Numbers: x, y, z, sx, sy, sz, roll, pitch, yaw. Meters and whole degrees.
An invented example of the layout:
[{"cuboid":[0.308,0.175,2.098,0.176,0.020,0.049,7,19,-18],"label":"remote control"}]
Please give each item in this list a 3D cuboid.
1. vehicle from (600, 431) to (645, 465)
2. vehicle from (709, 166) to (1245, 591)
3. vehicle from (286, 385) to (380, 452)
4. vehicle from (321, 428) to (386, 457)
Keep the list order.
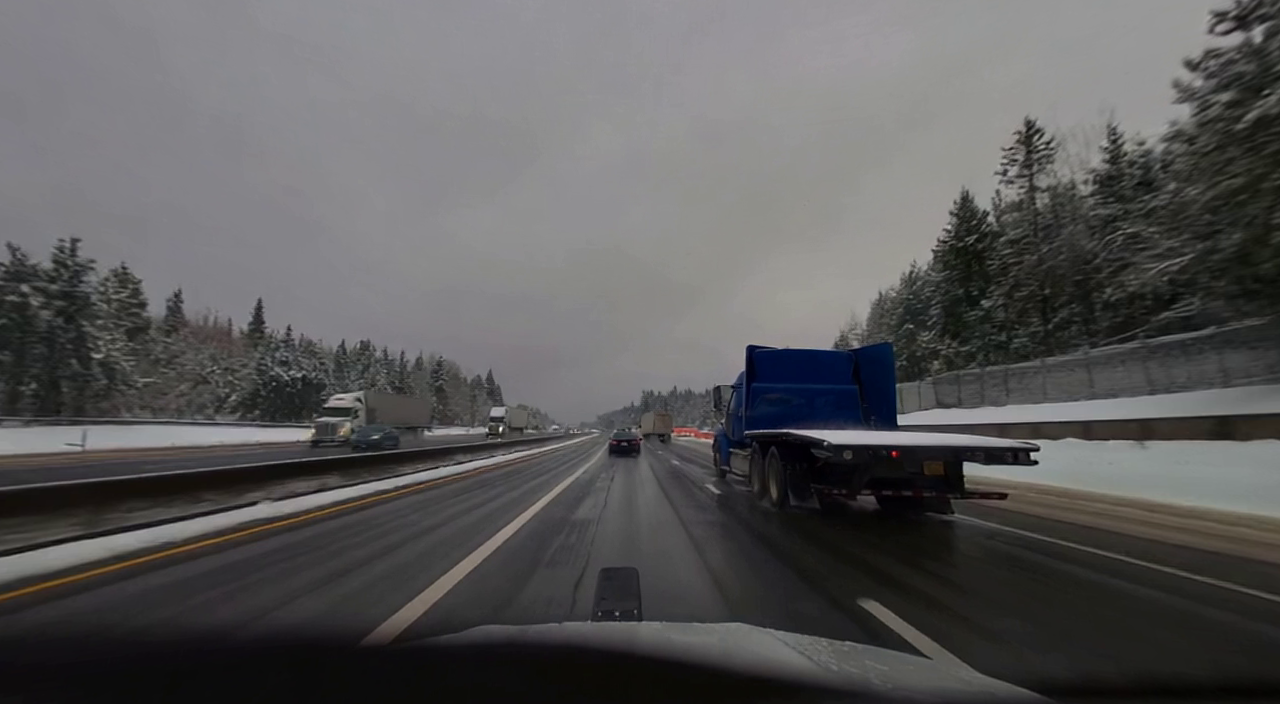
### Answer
[{"cuboid":[-0.808,4.401,29.173,1.929,1.469,3.677,0,-8,-1],"label":"vehicle"},{"cuboid":[3.405,0.862,10.809,2.919,3.634,10.888,0,-8,-1],"label":"vehicle"},{"cuboid":[-19.614,4.364,40.734,3.014,3.985,5.892,0,-8,-1],"label":"vehicle"},{"cuboid":[-15.527,4.899,34.386,1.788,1.475,3.811,0,-8,-1],"label":"vehicle"}]
